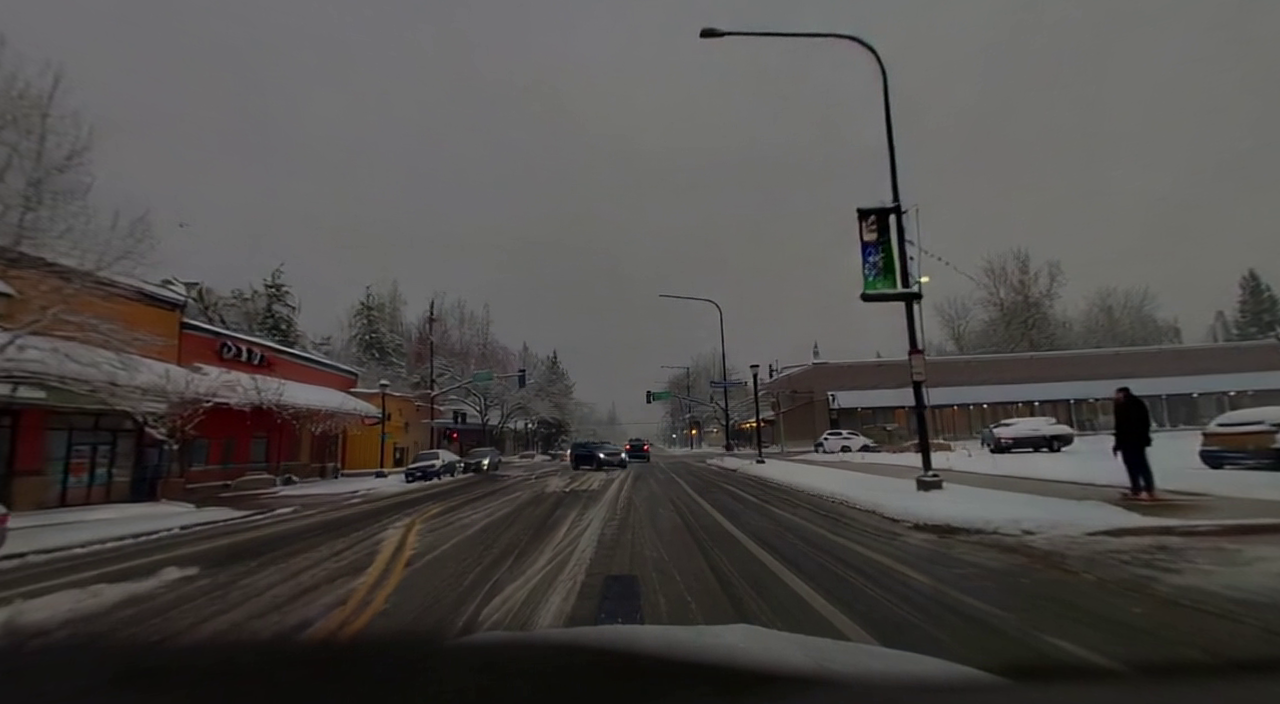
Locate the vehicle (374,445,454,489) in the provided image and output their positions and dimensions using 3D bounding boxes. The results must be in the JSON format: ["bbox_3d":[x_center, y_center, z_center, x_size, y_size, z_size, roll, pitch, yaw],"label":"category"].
[{"bbox_3d":[-10.881,5.523,30.837,2.033,1.930,4.786,0,-8,1],"label":"vehicle"}]

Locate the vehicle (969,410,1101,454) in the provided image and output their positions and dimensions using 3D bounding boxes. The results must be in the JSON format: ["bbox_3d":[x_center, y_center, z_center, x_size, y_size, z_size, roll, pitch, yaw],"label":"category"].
[{"bbox_3d":[16.697,3.433,26.887,4.135,1.753,2.122,0,-8,2],"label":"vehicle"}]

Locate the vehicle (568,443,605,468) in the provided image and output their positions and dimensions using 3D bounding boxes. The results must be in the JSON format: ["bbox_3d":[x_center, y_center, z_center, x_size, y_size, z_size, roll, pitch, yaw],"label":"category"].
[{"bbox_3d":[-3.203,6.308,38.730,1.987,1.461,4.228,0,-8,-1],"label":"vehicle"}]

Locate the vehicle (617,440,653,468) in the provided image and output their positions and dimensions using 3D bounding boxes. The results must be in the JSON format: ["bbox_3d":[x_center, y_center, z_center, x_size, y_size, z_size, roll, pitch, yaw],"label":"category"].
[{"bbox_3d":[-0.273,6.229,38.850,2.105,1.611,3.750,0,-8,0],"label":"vehicle"}]
